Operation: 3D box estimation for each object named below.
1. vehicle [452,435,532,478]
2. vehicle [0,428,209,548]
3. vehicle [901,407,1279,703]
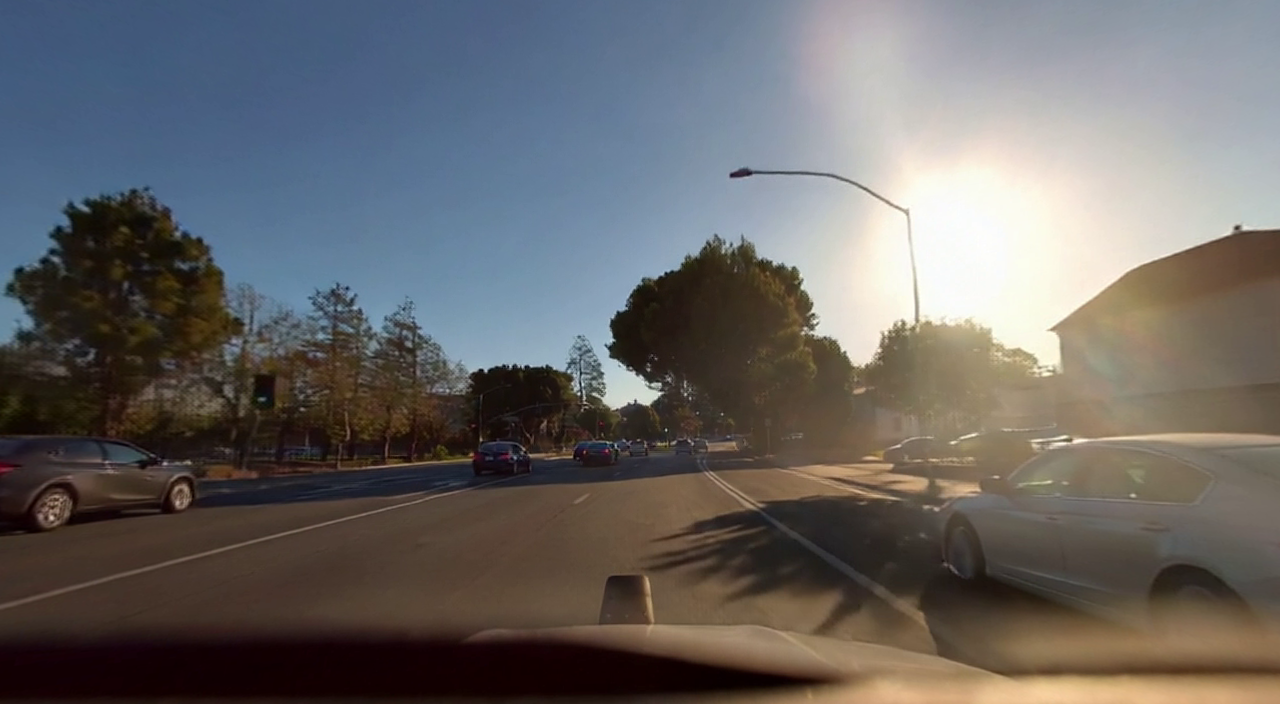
[{"bbox_3d":[-5.999,4.308,26.169,1.988,1.597,4.404,0,-8,4],"label":"vehicle"},{"bbox_3d":[-9.415,2.053,10.110,1.951,1.554,4.444,0,-8,-2],"label":"vehicle"},{"bbox_3d":[3.802,1.242,4.398,2.003,1.494,4.705,0,-8,1],"label":"vehicle"}]
